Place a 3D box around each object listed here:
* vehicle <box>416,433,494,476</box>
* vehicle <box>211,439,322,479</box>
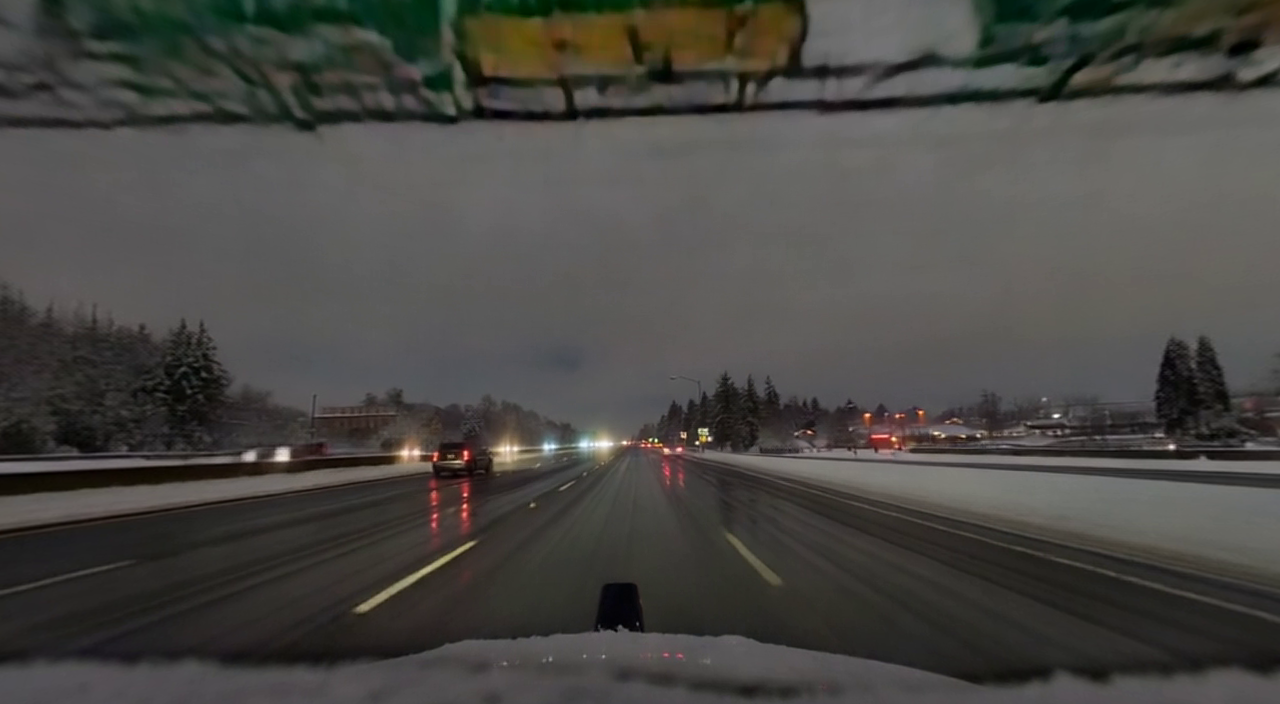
[{"bbox_3d":[-7.944,4.435,27.593,2.089,1.724,4.327,0,-8,0],"label":"vehicle"},{"bbox_3d":[-17.858,5.095,30.587,2.080,1.716,5.312,0,-8,0],"label":"vehicle"}]
